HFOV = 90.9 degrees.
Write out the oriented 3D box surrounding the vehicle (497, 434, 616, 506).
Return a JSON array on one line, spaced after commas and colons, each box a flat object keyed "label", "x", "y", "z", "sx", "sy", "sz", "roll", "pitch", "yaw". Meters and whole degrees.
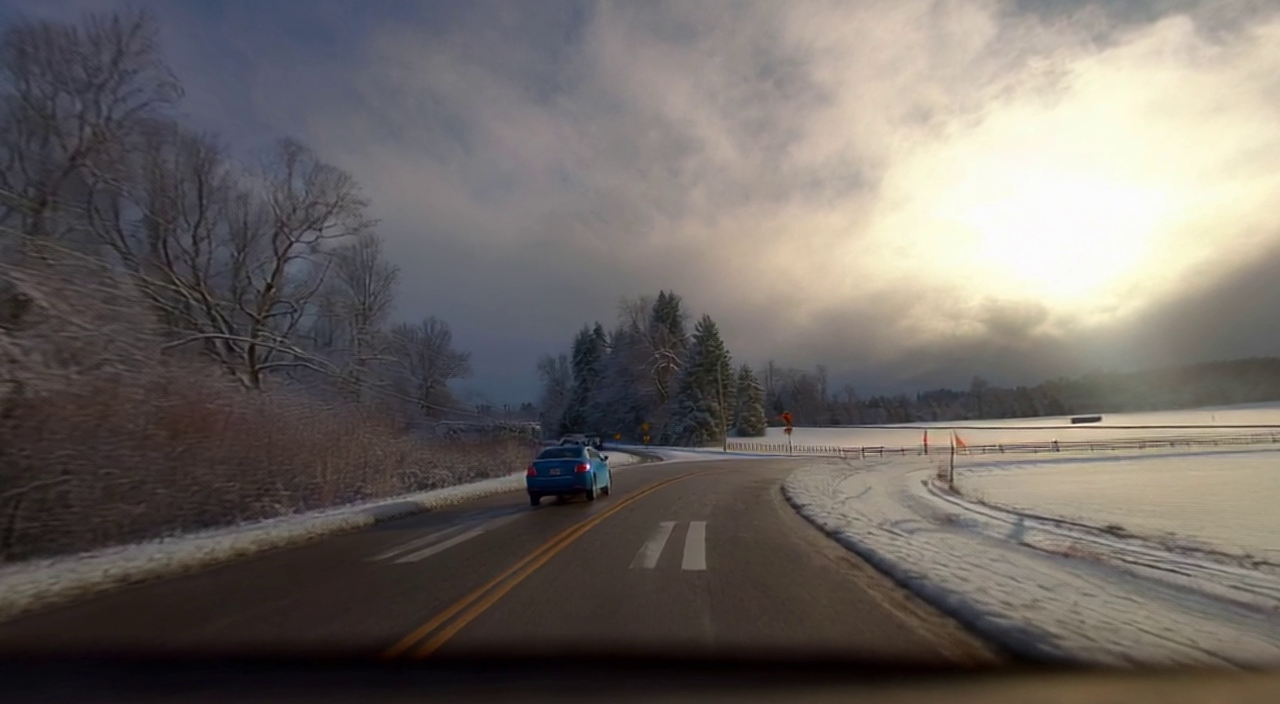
[{"label": "vehicle", "x": -1.972, "y": 2.987, "z": 16.259, "sx": 2.078, "sy": 1.607, "sz": 3.959, "roll": -1, "pitch": -9, "yaw": 7}]
